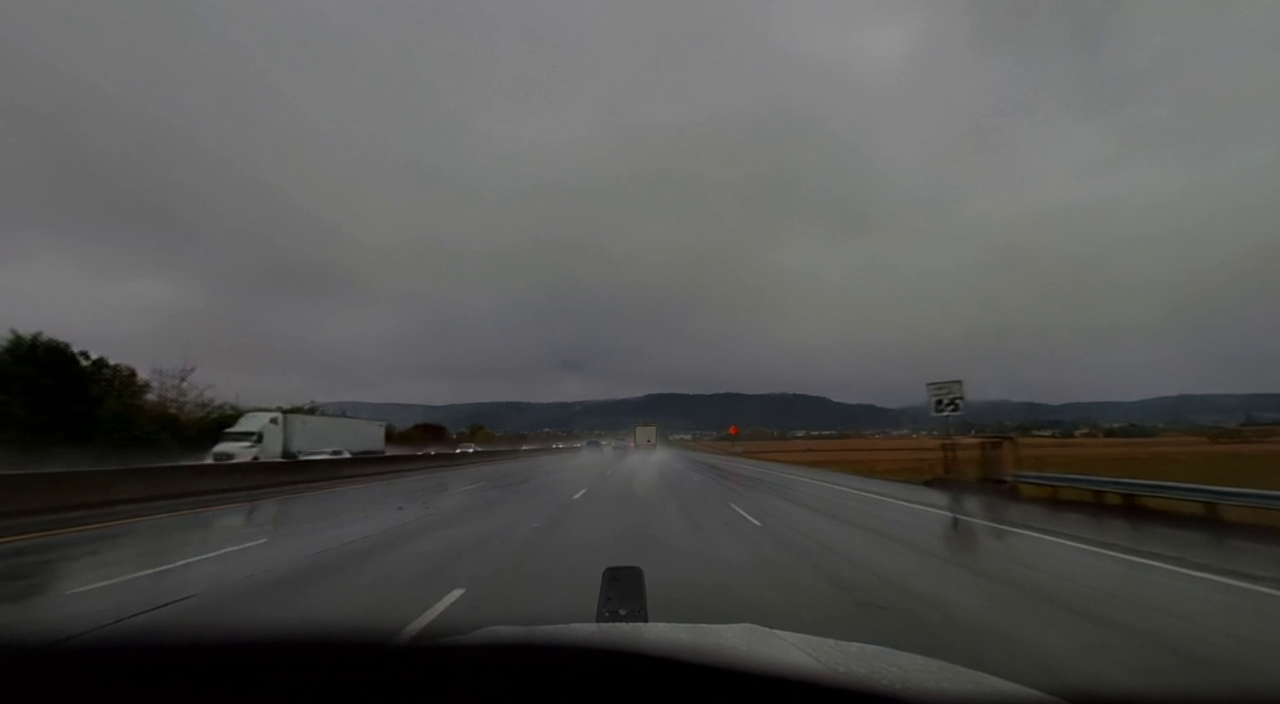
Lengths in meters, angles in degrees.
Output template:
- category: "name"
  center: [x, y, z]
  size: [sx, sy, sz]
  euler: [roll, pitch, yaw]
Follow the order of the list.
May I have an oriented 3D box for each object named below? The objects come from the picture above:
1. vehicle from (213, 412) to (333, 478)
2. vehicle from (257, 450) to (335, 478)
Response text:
- category: "vehicle"
  center: [-24.584, 6.307, 42.965]
  size: [3.001, 4.041, 8.386]
  euler: [0, -8, 0]
- category: "vehicle"
  center: [-20.570, 6.688, 37.968]
  size: [2.045, 1.486, 4.765]
  euler: [0, -8, 0]
